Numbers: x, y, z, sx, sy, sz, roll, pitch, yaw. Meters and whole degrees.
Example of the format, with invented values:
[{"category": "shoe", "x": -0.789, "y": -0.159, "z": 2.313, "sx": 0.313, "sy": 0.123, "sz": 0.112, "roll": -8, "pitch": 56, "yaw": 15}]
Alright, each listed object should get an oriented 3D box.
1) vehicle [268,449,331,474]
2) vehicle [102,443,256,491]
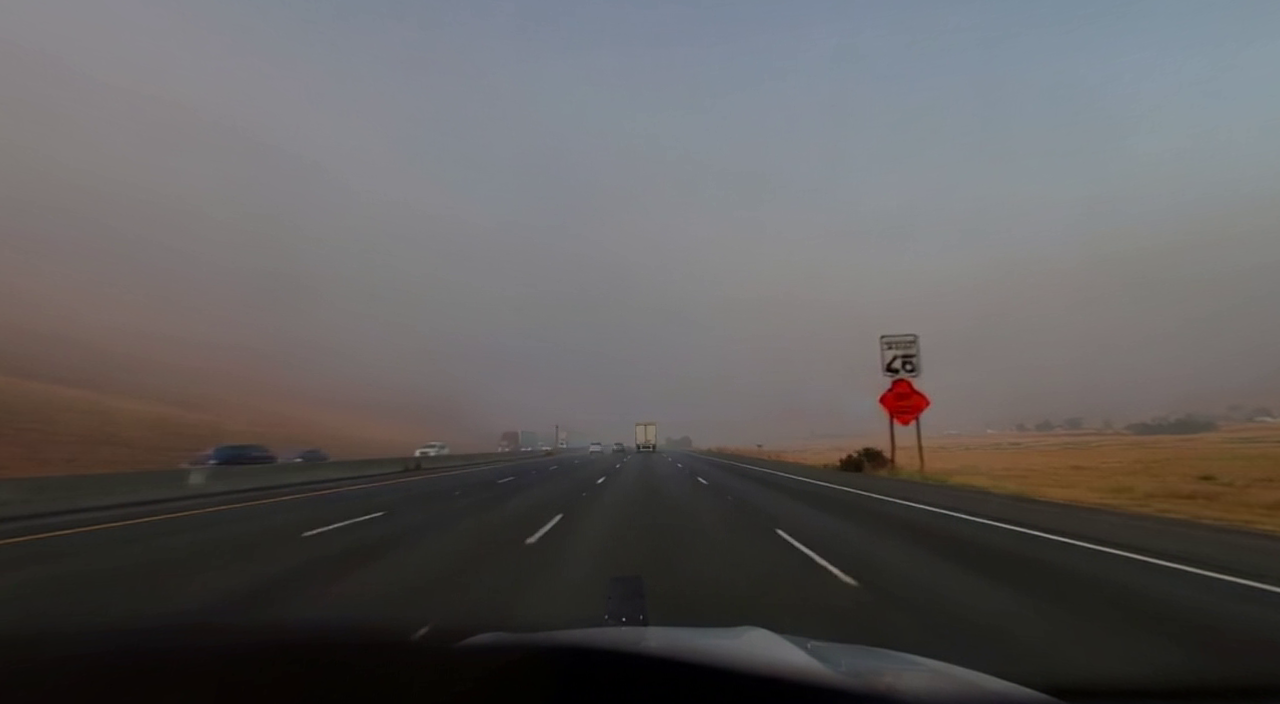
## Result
[{"category": "vehicle", "x": -24.482, "y": 7.861, "z": 45.488, "sx": 1.939, "sy": 1.663, "sz": 4.554, "roll": 0, "pitch": -8, "yaw": 1}, {"category": "vehicle", "x": -17.094, "y": 4.234, "z": 23.798, "sx": 2.011, "sy": 1.603, "sz": 4.968, "roll": 0, "pitch": -8, "yaw": 1}]
